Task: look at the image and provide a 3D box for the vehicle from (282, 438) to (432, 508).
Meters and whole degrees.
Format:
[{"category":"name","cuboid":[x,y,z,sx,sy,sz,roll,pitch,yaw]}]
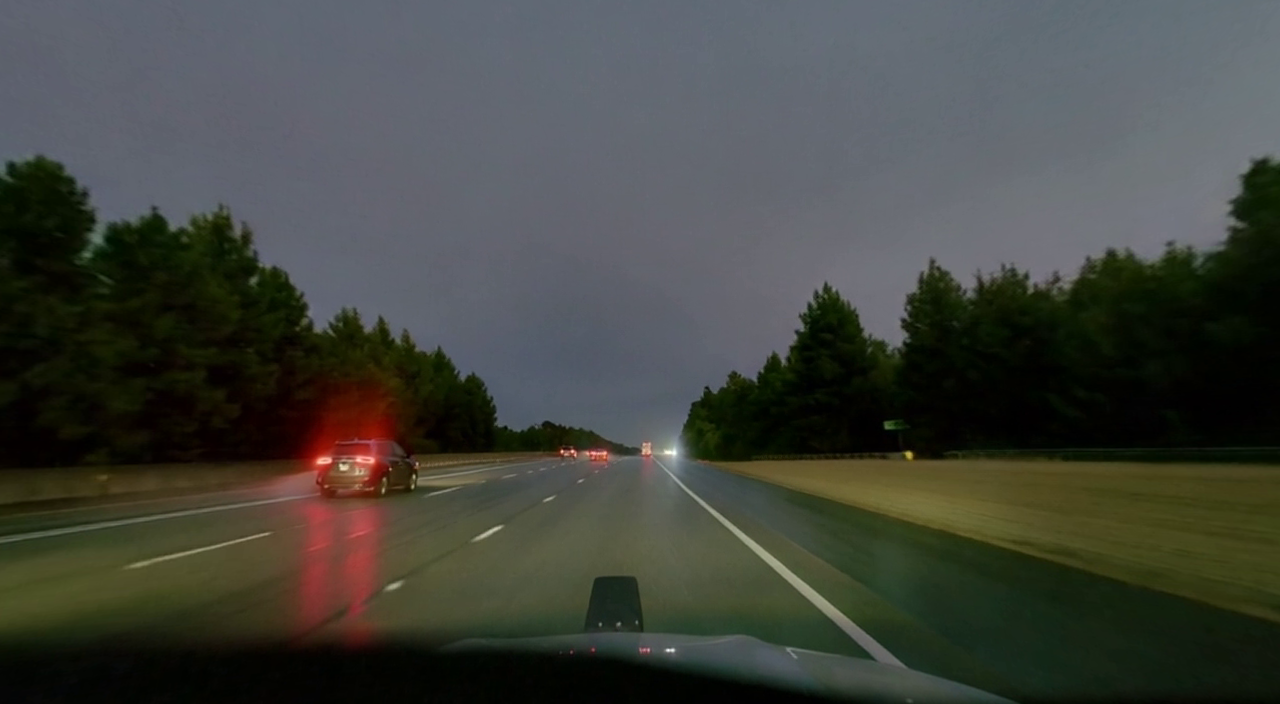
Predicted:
[{"category":"vehicle","cuboid":[-7.302,3.151,16.816,2.007,1.616,4.141,0,-9,1]}]
